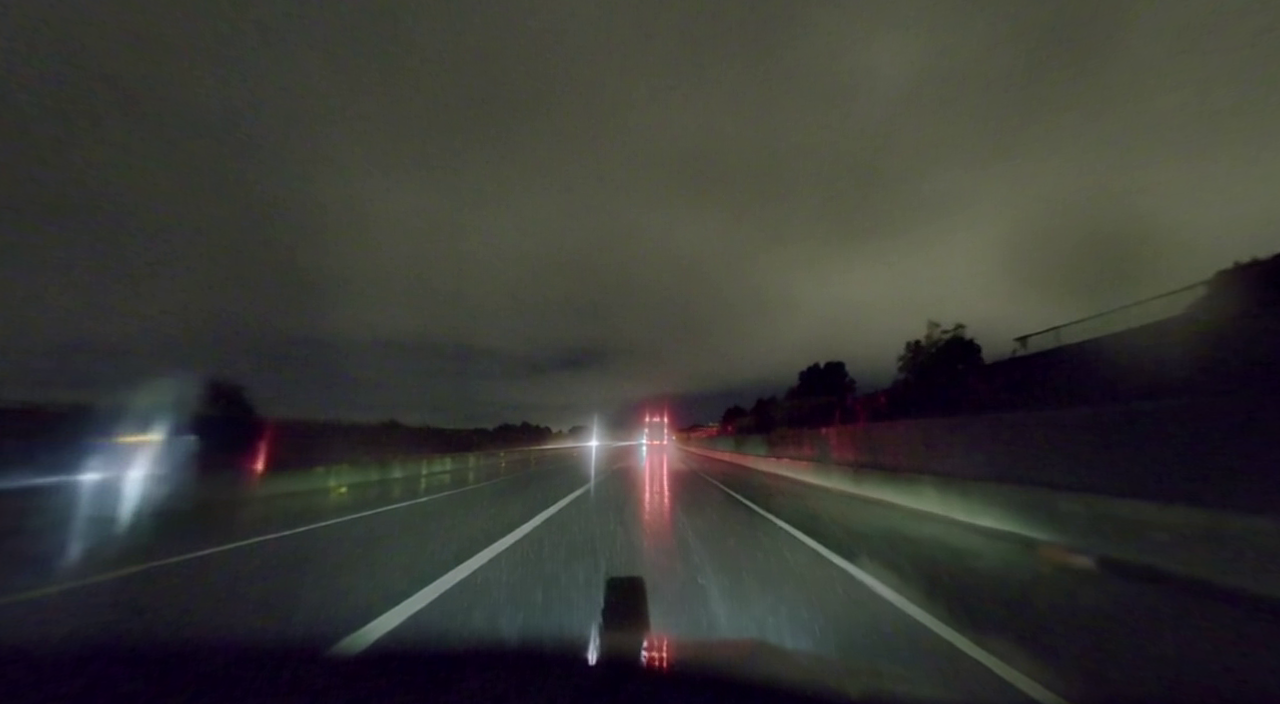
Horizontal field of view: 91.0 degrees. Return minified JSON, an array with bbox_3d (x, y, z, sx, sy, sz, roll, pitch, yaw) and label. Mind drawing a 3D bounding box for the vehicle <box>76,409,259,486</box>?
[{"bbox_3d":[-22.234,4.591,30.327,2.761,3.210,7.561,0,-8,1],"label":"vehicle"}]
